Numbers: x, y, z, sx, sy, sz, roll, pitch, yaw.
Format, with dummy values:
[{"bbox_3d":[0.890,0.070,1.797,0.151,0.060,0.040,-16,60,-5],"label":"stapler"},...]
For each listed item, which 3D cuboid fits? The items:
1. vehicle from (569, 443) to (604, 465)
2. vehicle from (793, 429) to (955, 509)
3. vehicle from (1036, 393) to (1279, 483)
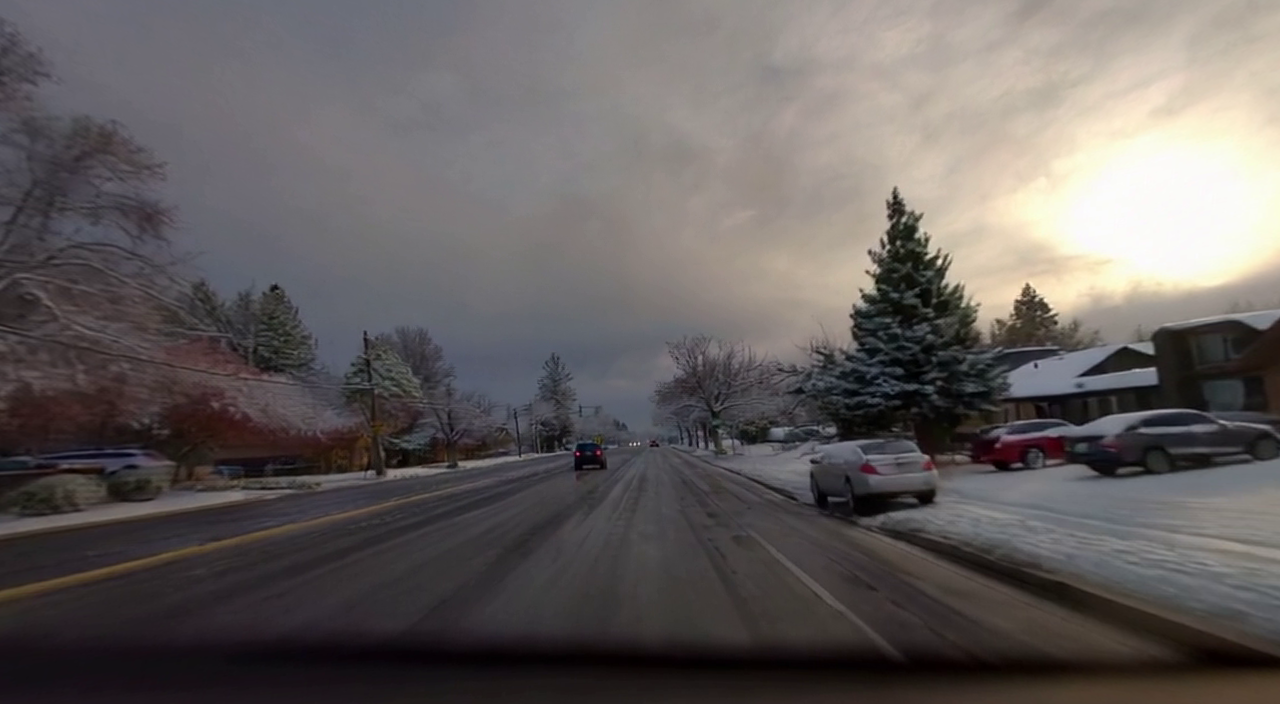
[{"bbox_3d":[-3.631,6.952,43.238,1.973,1.400,3.915,0,-9,1],"label":"vehicle"},{"bbox_3d":[5.094,2.616,14.539,1.995,1.546,4.474,0,-9,0],"label":"vehicle"},{"bbox_3d":[10.872,1.773,12.946,4.037,1.673,1.983,-1,-9,2],"label":"vehicle"}]
